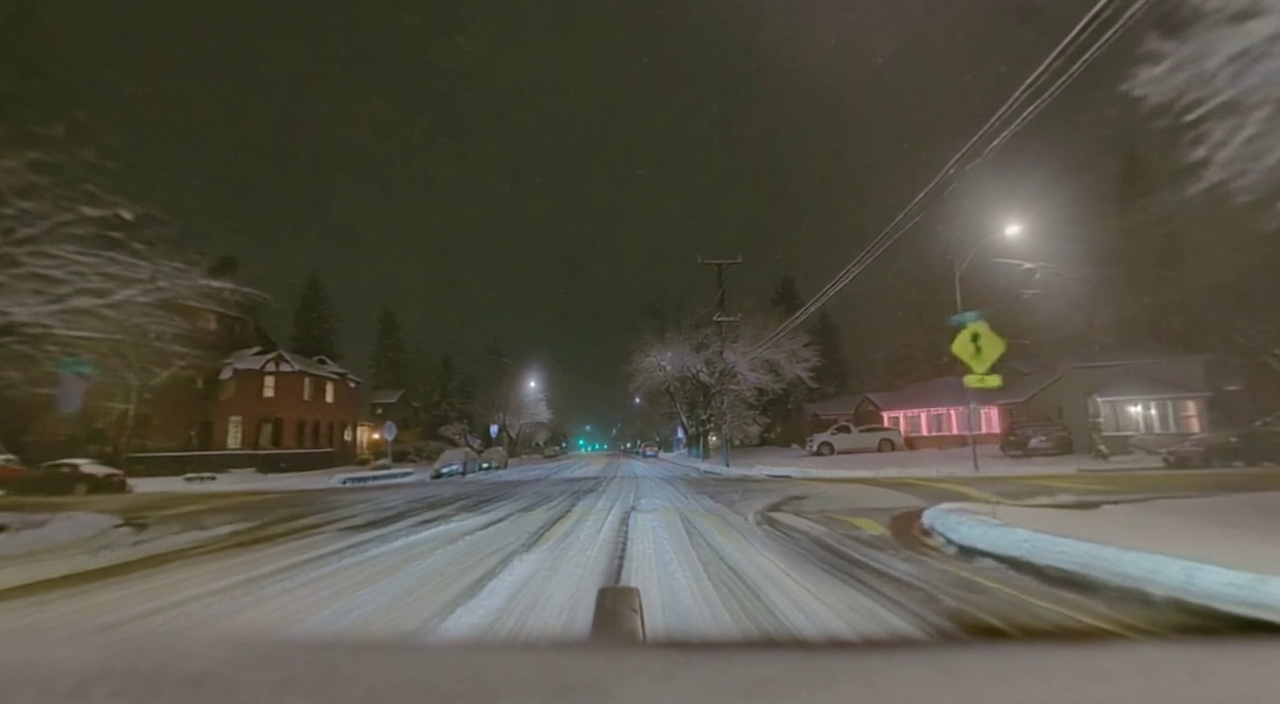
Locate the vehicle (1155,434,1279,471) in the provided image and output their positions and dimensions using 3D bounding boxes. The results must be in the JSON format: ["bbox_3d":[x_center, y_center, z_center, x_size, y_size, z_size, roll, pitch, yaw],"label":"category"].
[{"bbox_3d":[24.069,4.167,26.140,4.281,1.413,1.823,2,-9,-10],"label":"vehicle"}]

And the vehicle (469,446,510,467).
[{"bbox_3d":[-10.779,7.494,45.456,1.948,1.410,4.361,1,-9,-1],"label":"vehicle"}]

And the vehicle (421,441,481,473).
[{"bbox_3d":[-10.974,6.143,37.070,2.037,1.755,4.434,0,-9,1],"label":"vehicle"}]

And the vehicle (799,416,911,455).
[{"bbox_3d":[13.536,5.386,40.125,6.244,2.050,2.209,-9,-14,38],"label":"vehicle"}]

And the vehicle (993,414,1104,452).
[{"bbox_3d":[23.071,4.623,35.829,4.831,2.013,2.082,1,-9,-1],"label":"vehicle"}]

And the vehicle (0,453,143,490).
[{"bbox_3d":[-24.518,5.130,27.287,4.197,1.431,2.165,0,-9,0],"label":"vehicle"}]
